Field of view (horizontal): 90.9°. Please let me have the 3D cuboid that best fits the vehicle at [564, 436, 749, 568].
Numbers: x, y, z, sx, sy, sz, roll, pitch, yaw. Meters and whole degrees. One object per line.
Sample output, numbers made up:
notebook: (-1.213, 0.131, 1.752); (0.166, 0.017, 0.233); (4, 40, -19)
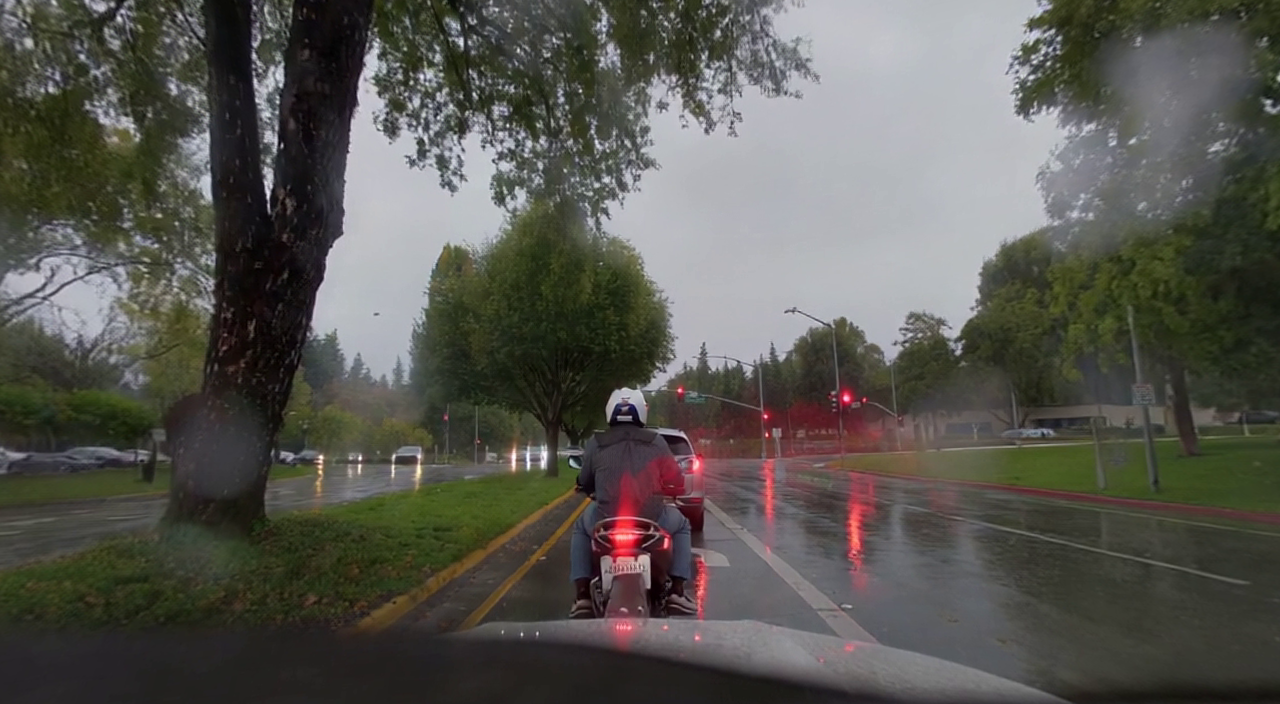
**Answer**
vehicle: (0.139, 2.024, 9.422); (2.093, 1.450, 4.437); (0, -8, -1)
